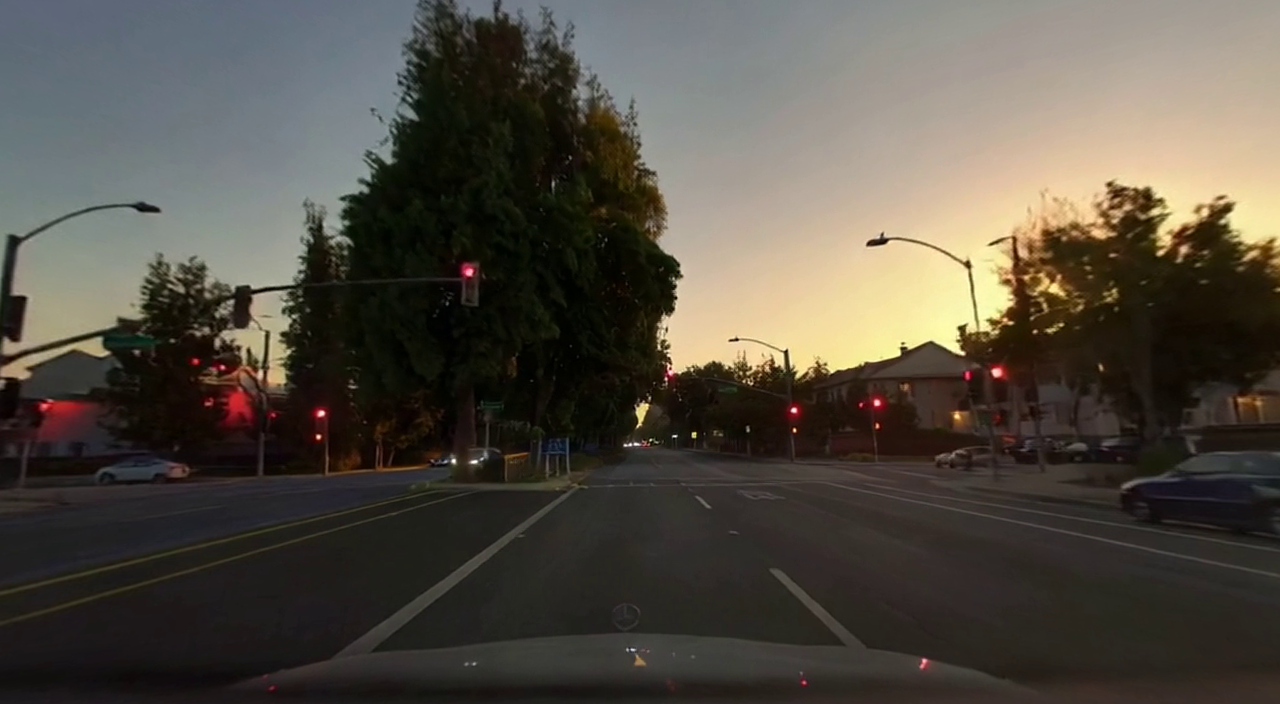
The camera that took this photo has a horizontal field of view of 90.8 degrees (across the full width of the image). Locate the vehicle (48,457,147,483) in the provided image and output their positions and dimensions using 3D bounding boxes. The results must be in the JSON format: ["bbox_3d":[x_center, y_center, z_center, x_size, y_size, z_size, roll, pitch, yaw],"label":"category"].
[{"bbox_3d":[-33.075,7.171,38.596,4.404,1.486,1.791,0,-9,0],"label":"vehicle"}]

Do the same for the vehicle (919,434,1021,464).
[{"bbox_3d":[20.224,5.967,38.853,5.021,1.780,2.191,0,-9,-3],"label":"vehicle"}]

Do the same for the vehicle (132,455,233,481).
[{"bbox_3d":[-27.975,7.097,38.719,4.665,1.494,1.850,0,-9,-3],"label":"vehicle"}]

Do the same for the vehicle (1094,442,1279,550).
[{"bbox_3d":[9.807,2.145,9.782,1.918,1.483,4.813,0,-8,-1],"label":"vehicle"}]

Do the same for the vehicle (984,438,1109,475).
[{"bbox_3d":[18.577,4.774,29.045,4.357,1.461,1.927,-2,-8,2],"label":"vehicle"}]
